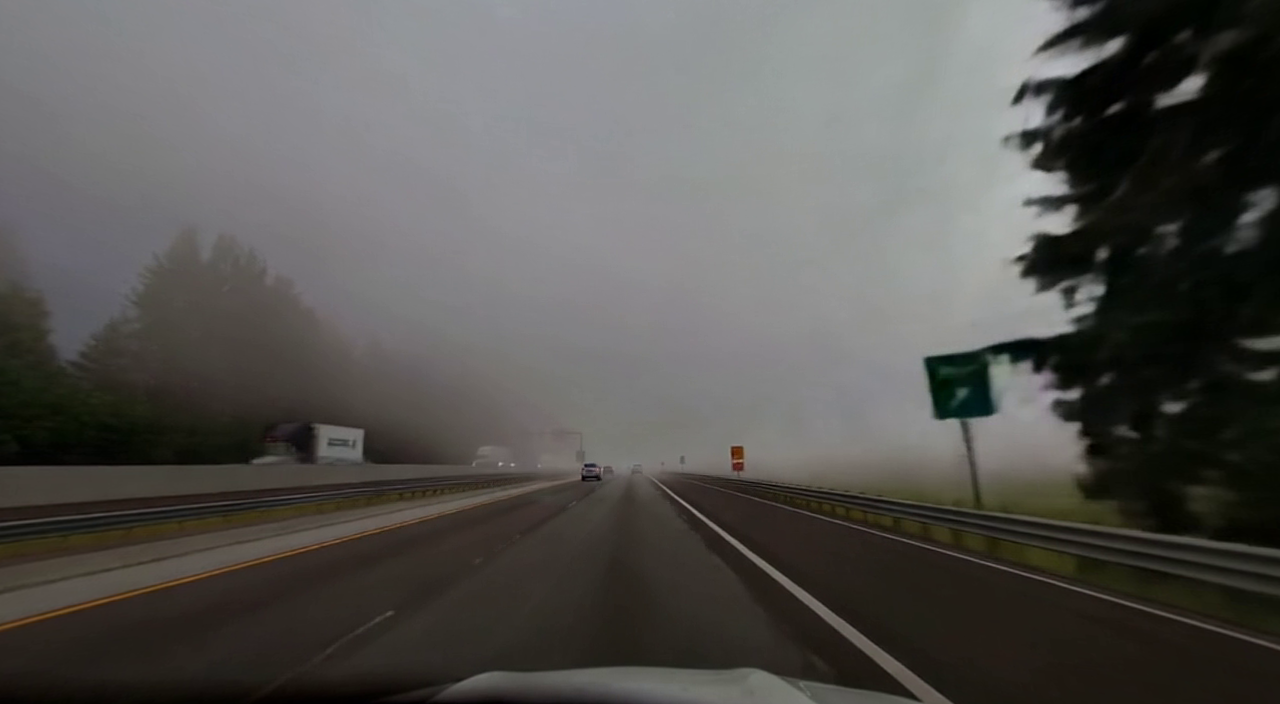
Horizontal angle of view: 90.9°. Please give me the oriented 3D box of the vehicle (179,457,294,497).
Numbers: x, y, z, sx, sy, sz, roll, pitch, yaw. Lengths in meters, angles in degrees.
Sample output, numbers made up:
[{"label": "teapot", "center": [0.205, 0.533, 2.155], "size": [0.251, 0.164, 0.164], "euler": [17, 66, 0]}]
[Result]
[{"label": "vehicle", "center": [-15.762, 4.919, 24.923], "size": [1.827, 1.423, 4.071], "euler": [1, -10, 0]}]

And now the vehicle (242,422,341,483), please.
[{"label": "vehicle", "center": [-23.520, 6.909, 42.942], "size": [3.011, 3.815, 5.893], "euler": [1, -10, 1]}]
